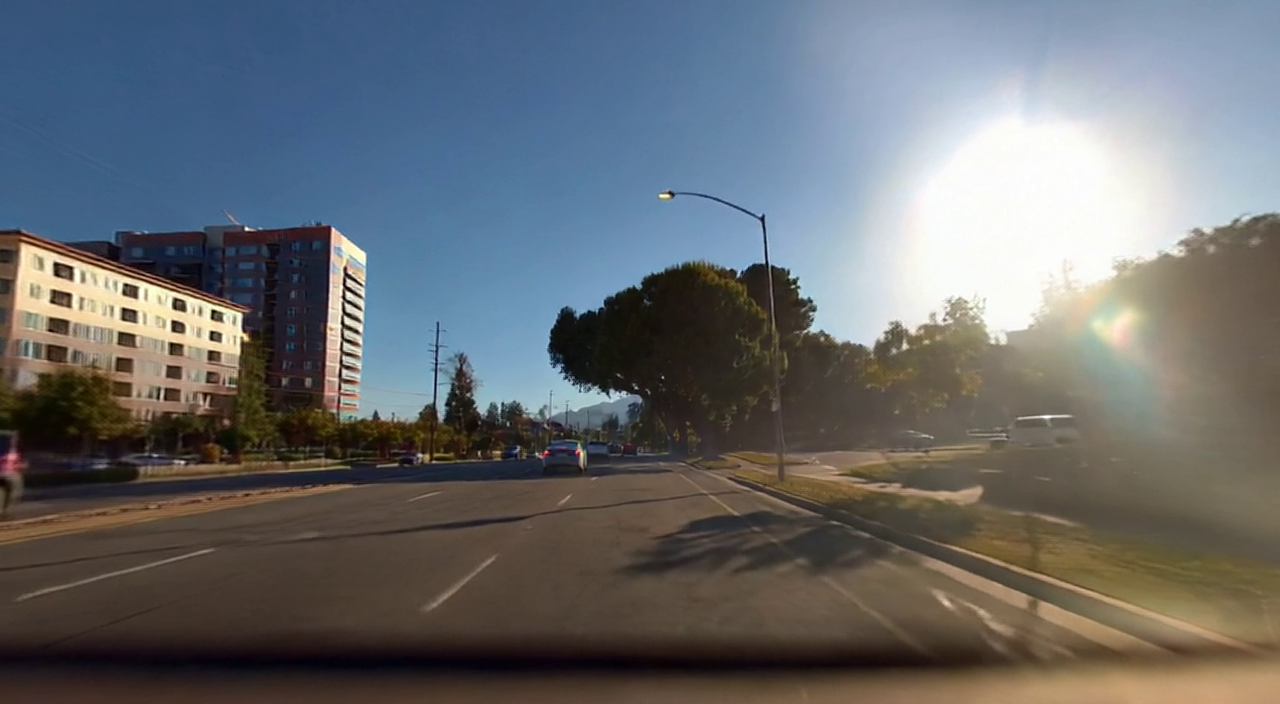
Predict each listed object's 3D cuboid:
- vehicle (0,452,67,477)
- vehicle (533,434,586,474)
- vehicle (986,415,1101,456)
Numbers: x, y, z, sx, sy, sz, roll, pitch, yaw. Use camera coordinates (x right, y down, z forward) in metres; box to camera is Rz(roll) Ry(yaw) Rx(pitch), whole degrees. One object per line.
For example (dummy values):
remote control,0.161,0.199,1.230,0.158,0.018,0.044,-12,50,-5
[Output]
vehicle,-48.735,8.861,49.987,4.659,1.880,2.097,0,-9,0
vehicle,-3.761,4.859,30.203,1.959,1.741,4.141,0,-8,1
vehicle,17.671,3.721,28.010,1.995,1.554,4.943,-3,-8,3
